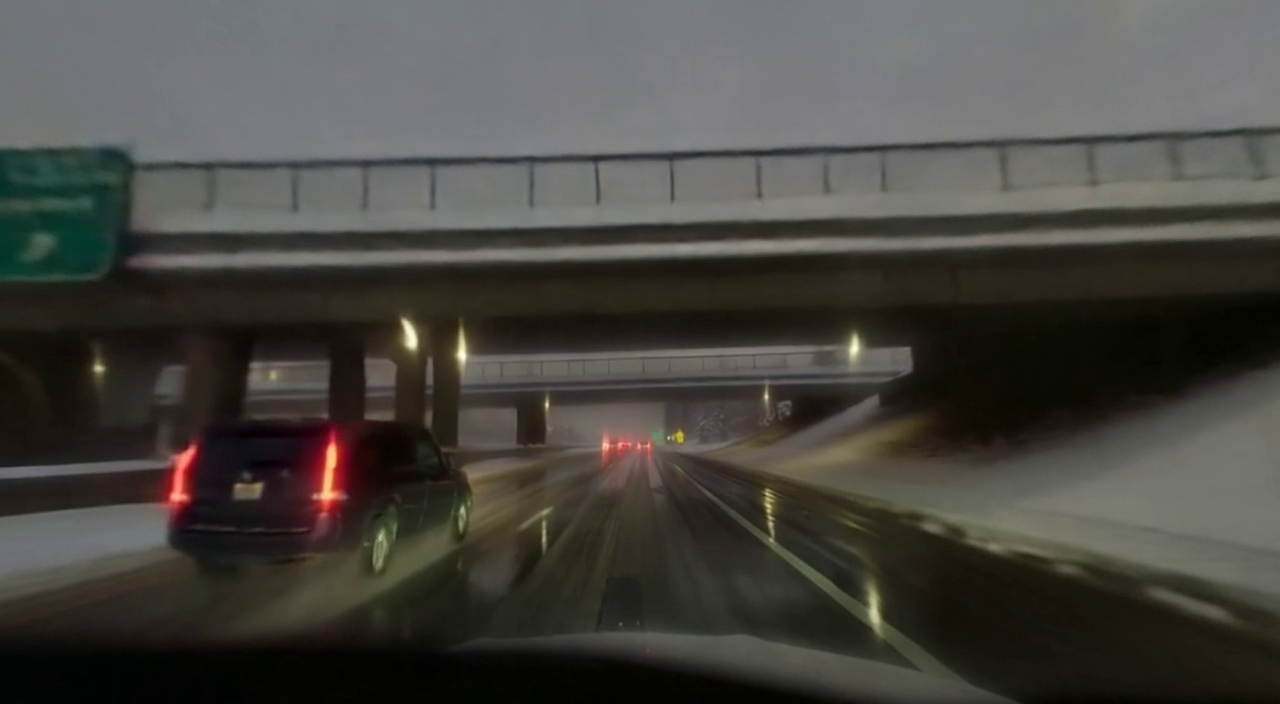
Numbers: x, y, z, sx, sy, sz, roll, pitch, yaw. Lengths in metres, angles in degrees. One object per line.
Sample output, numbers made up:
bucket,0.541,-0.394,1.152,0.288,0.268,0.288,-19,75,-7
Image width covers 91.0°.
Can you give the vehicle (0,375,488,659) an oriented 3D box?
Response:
vehicle,-3.229,1.346,6.238,2.203,1.734,4.600,0,-9,1
